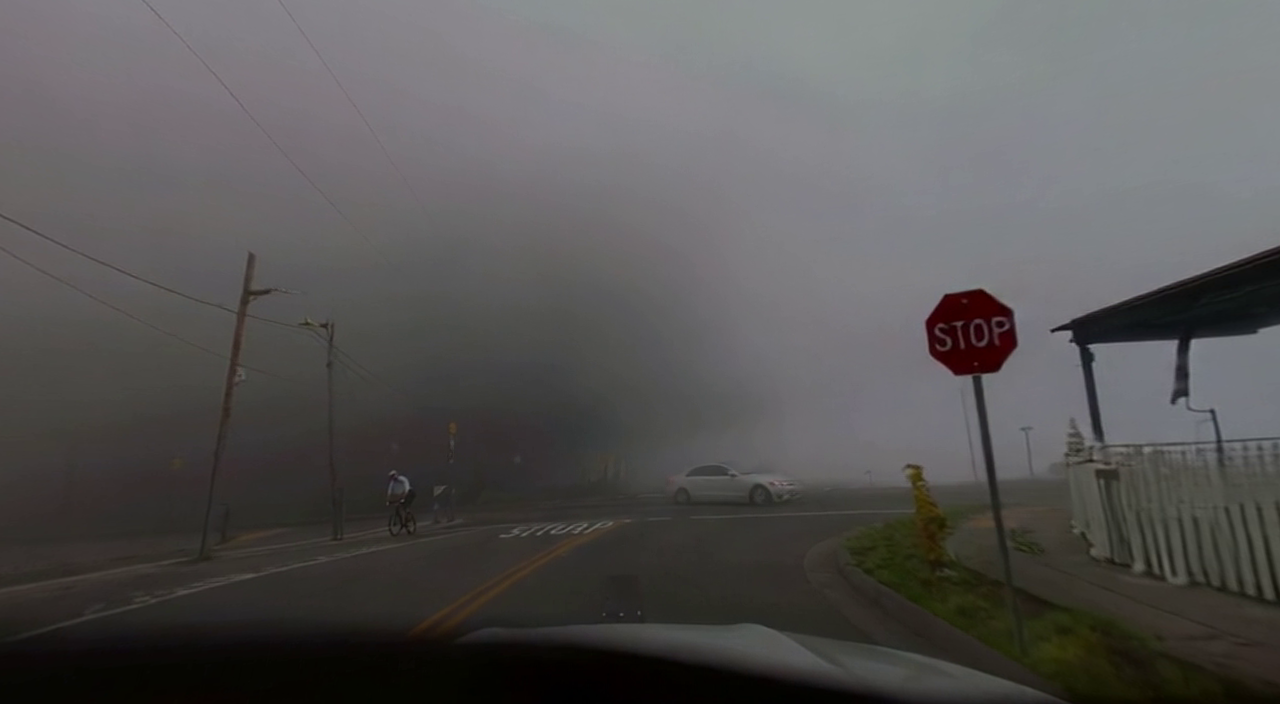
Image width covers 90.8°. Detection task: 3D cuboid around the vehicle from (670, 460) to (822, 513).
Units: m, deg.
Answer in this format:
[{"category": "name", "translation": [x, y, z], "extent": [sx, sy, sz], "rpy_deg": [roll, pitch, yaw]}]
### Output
[{"category": "vehicle", "translation": [3.503, 4.566, 22.059], "extent": [2.112, 1.479, 5.323], "rpy_deg": [6, -10, -34]}]
